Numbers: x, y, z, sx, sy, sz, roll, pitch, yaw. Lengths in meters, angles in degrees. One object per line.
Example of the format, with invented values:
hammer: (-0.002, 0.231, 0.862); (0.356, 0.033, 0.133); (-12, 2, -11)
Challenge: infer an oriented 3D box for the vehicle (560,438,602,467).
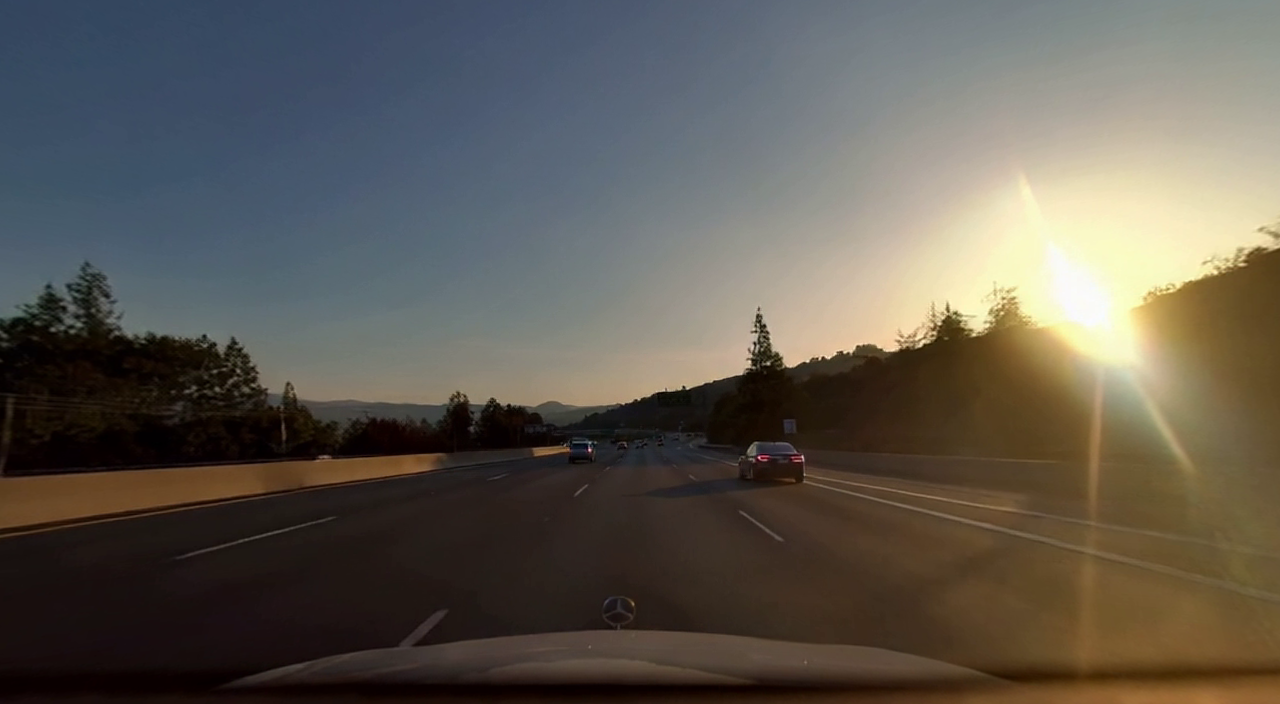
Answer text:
vehicle: (-3.477, 6.063, 38.282); (2.048, 1.618, 4.424); (0, -9, 1)

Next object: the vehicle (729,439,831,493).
vehicle: (4.150, 3.468, 19.556); (2.060, 1.485, 4.274); (0, -9, -1)
